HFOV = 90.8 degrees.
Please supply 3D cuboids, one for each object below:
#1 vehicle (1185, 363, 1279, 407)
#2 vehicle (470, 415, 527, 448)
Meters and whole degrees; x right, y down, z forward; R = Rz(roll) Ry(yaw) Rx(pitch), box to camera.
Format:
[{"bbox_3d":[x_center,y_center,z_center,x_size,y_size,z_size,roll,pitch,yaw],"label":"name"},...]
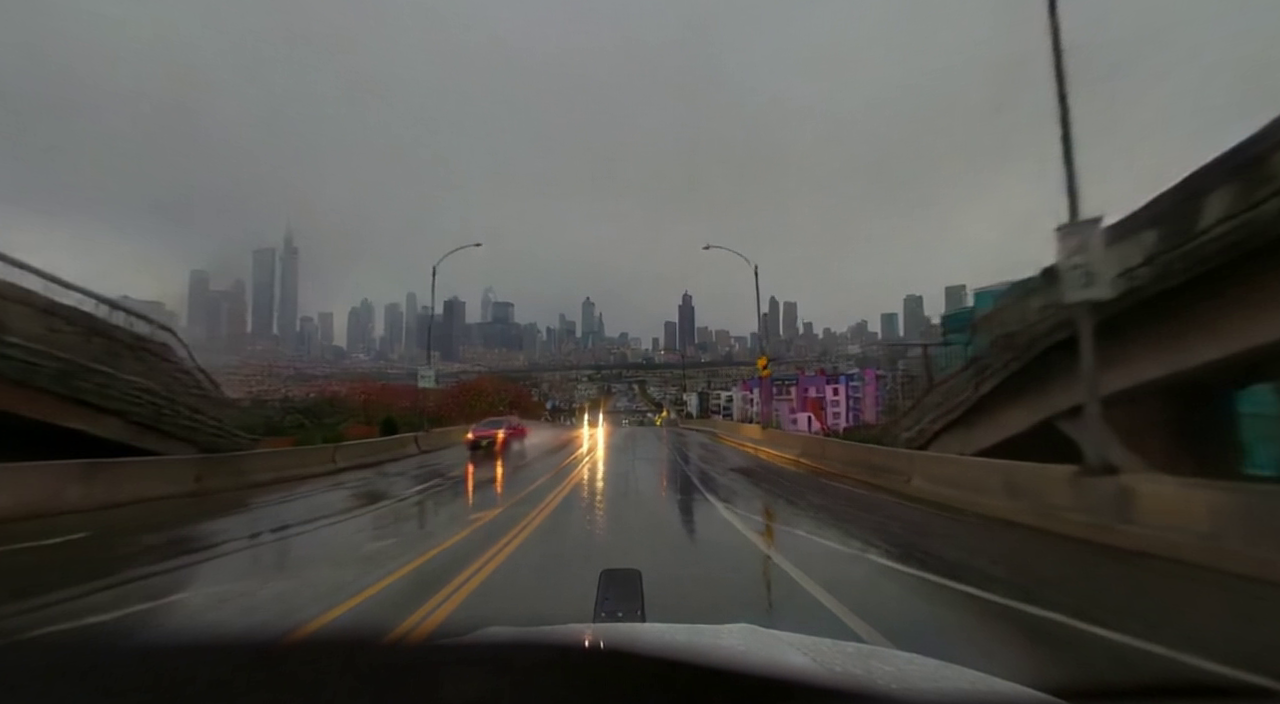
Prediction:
[{"bbox_3d":[27.194,1.491,28.360,3.698,1.510,1.672,-3,-15,-2],"label":"vehicle"},{"bbox_3d":[-7.635,4.410,34.503,2.025,1.664,4.459,0,-9,1],"label":"vehicle"}]
